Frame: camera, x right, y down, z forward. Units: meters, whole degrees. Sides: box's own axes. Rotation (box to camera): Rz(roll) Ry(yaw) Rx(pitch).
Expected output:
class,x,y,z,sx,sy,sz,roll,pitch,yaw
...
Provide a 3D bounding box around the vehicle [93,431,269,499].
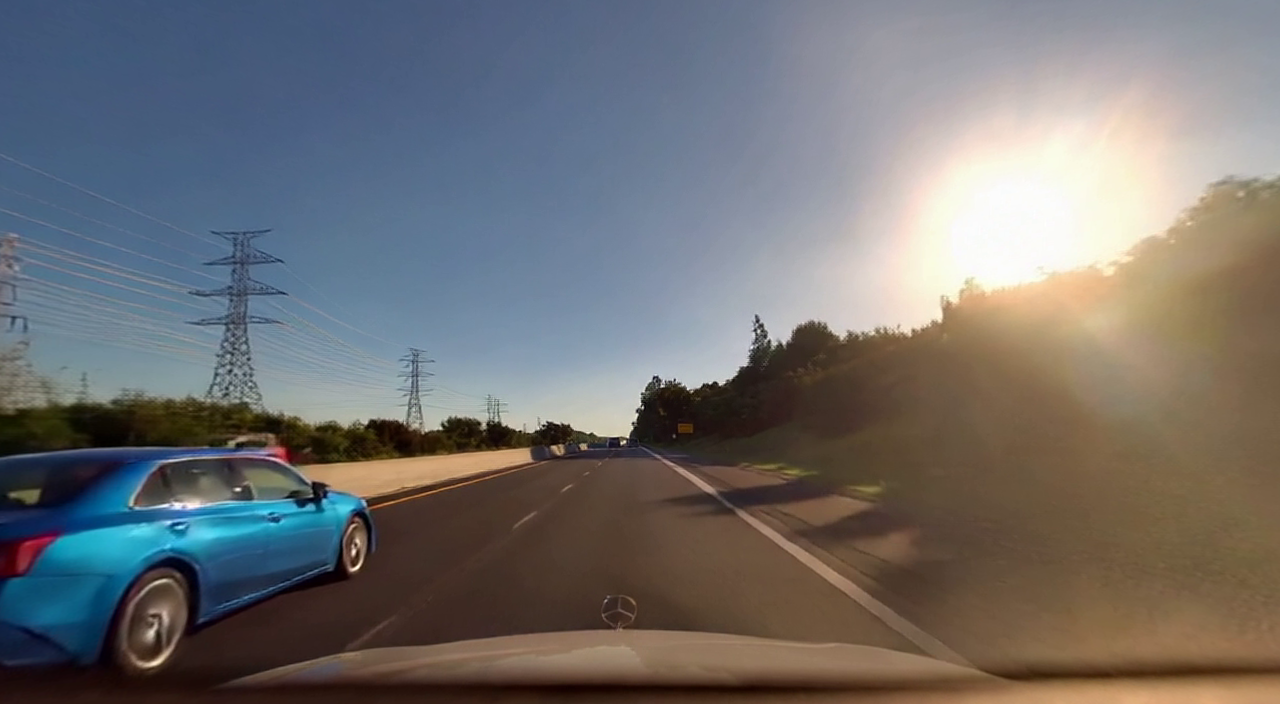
class,x,y,z,sx,sy,sz,roll,pitch,yaw
vehicle,-14.511,3.550,20.375,2.052,1.914,4.791,0,-8,0
